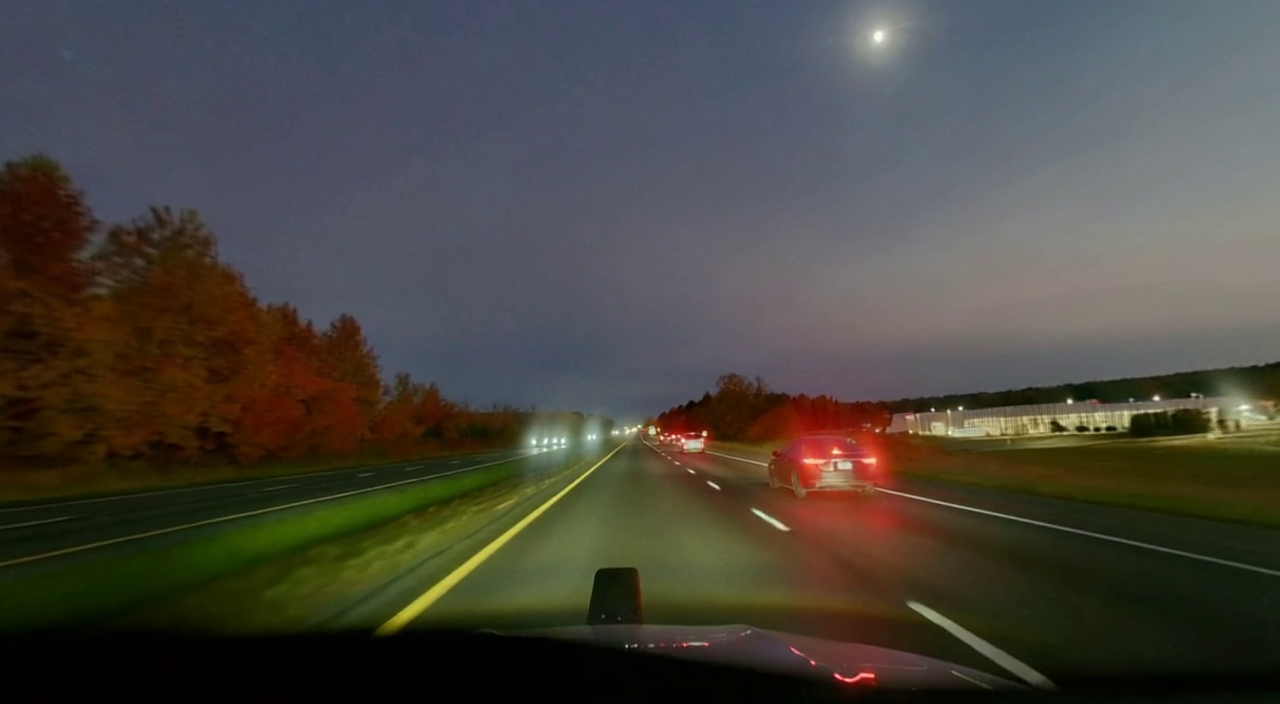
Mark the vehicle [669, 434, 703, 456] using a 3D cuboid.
[{"bbox_3d":[3.255,6.679,45.170,2.057,1.540,4.158,0,-8,-1],"label":"vehicle"}]

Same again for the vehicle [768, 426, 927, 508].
[{"bbox_3d":[4.350,2.463,13.974,2.024,1.516,4.197,0,-8,-1],"label":"vehicle"}]
